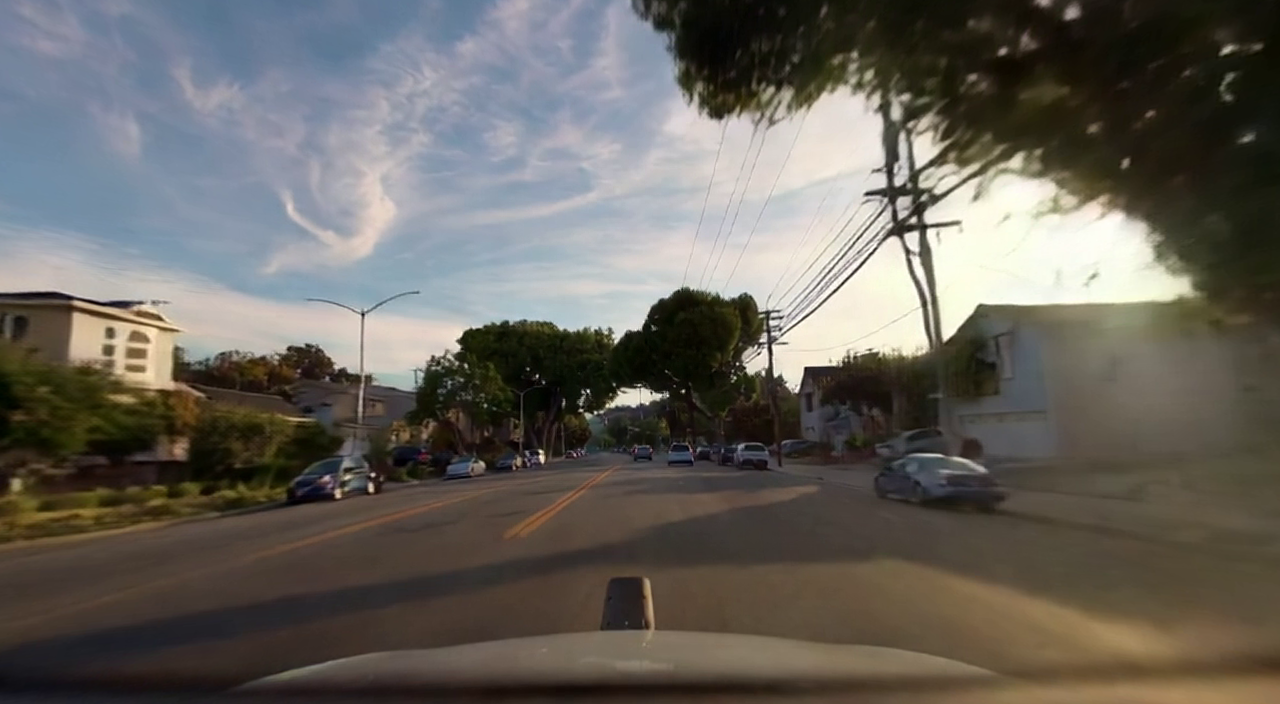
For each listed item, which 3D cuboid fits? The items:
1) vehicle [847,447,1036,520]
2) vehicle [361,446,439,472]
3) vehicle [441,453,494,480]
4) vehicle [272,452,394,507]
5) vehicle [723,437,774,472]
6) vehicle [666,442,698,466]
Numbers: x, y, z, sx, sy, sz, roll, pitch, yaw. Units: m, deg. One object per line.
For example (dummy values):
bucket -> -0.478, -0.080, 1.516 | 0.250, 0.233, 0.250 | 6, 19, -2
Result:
vehicle -> 6.708, 2.960, 14.774 | 2.070, 1.428, 4.636 | 0, -9, -1
vehicle -> -17.364, 7.735, 45.761 | 4.745, 1.810, 2.197 | 0, -9, 2
vehicle -> -10.454, 6.968, 38.545 | 1.896, 1.495, 4.425 | 0, -9, 2
vehicle -> -10.427, 4.315, 21.866 | 1.965, 1.675, 4.577 | 0, -9, -1
vehicle -> 6.888, 6.575, 40.656 | 2.274, 2.090, 5.465 | 0, -9, 0
vehicle -> 3.170, 7.792, 48.253 | 2.070, 1.765, 4.731 | 0, -9, -1
